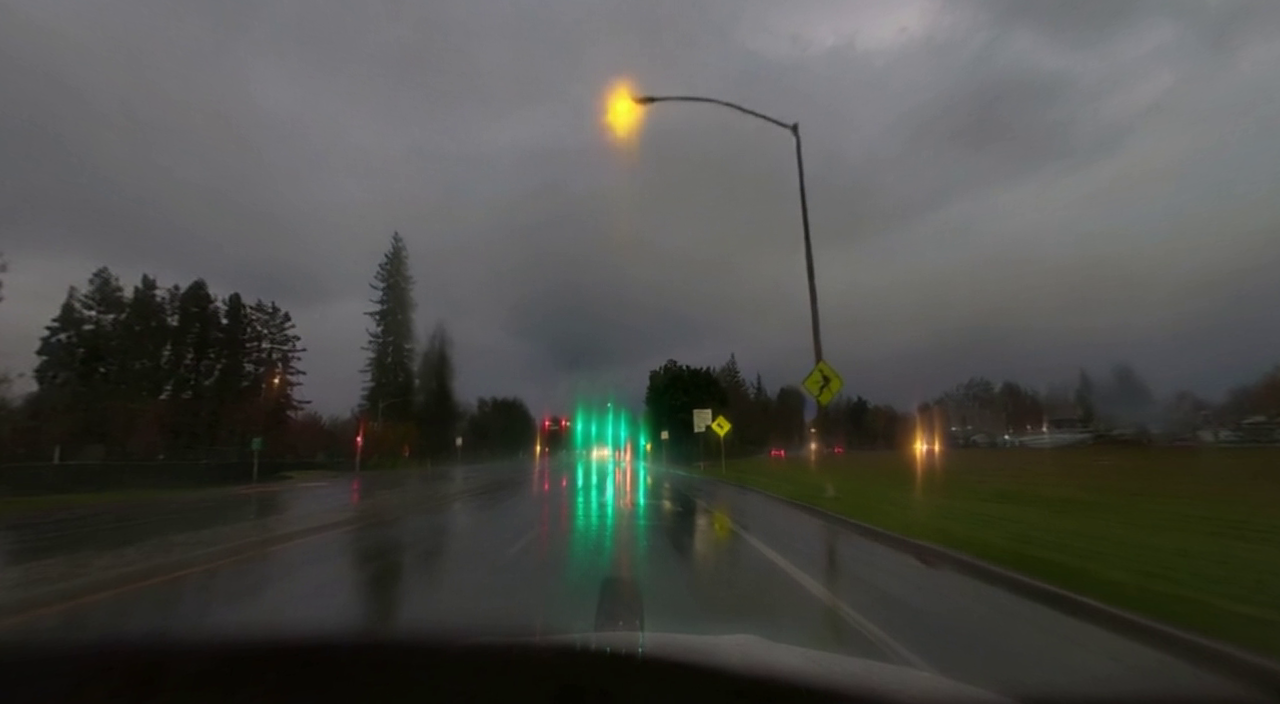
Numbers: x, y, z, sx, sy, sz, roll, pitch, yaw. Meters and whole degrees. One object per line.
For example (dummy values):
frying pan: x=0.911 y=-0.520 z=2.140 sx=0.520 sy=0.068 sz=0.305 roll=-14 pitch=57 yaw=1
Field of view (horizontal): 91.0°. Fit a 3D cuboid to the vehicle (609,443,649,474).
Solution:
vehicle: x=-0.584 y=5.502 z=32.741 sx=1.954 sy=1.469 sz=3.465 roll=0 pitch=-8 yaw=-1
